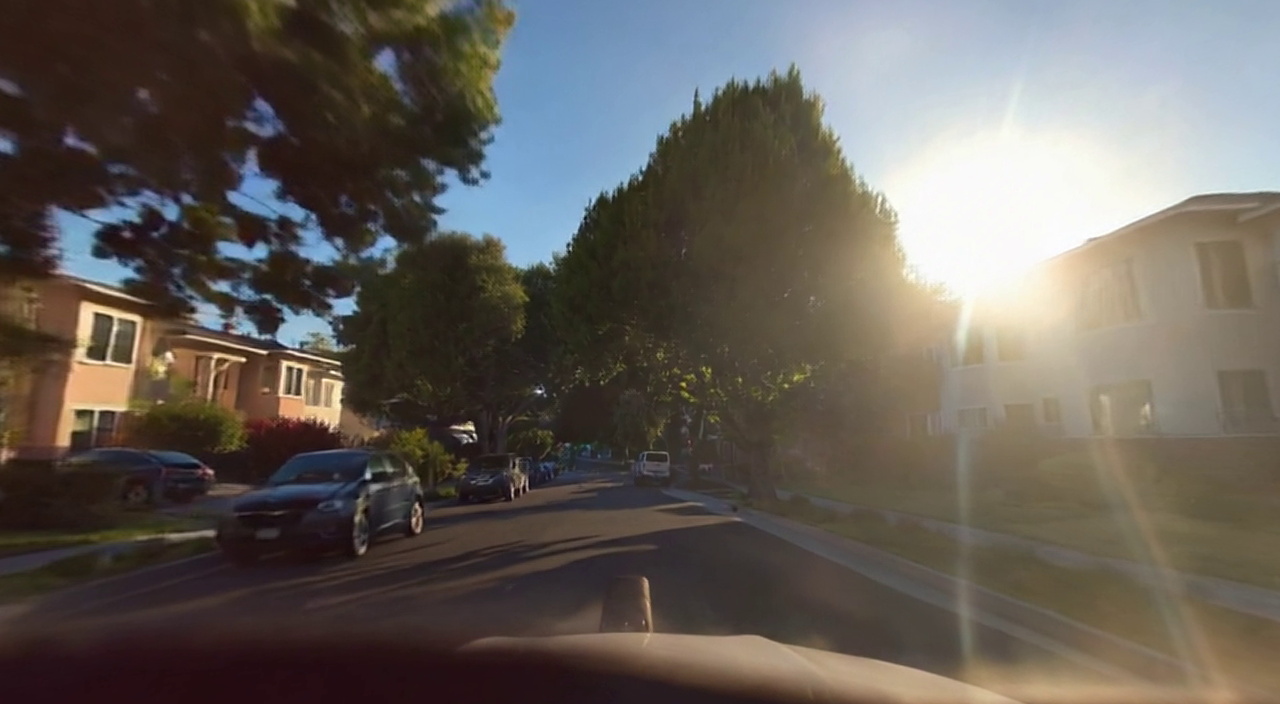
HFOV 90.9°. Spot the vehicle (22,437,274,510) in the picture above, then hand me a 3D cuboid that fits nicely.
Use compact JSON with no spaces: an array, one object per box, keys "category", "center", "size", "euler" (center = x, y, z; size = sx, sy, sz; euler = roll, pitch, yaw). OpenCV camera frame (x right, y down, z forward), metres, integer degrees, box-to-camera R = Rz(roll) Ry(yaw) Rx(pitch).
[{"category":"vehicle","center":[-11.929,2.974,15.586],"size":[4.414,1.658,1.988],"euler":[1,-10,-3]}]

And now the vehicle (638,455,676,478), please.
[{"category":"vehicle","center":[1.081,7.707,42.535],"size":[2.000,1.456,5.251],"euler":[1,-10,-5]}]

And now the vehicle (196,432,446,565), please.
[{"category":"vehicle","center":[-4.804,2.309,10.442],"size":[1.974,1.664,4.539],"euler":[0,-11,-4]}]

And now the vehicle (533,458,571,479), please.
[{"category":"vehicle","center":[-5.843,7.781,42.365],"size":[1.995,1.330,4.080],"euler":[0,-10,0]}]

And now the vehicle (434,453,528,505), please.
[{"category":"vehicle","center":[-5.183,4.193,21.208],"size":[2.086,1.493,4.582],"euler":[-1,-10,-1]}]
